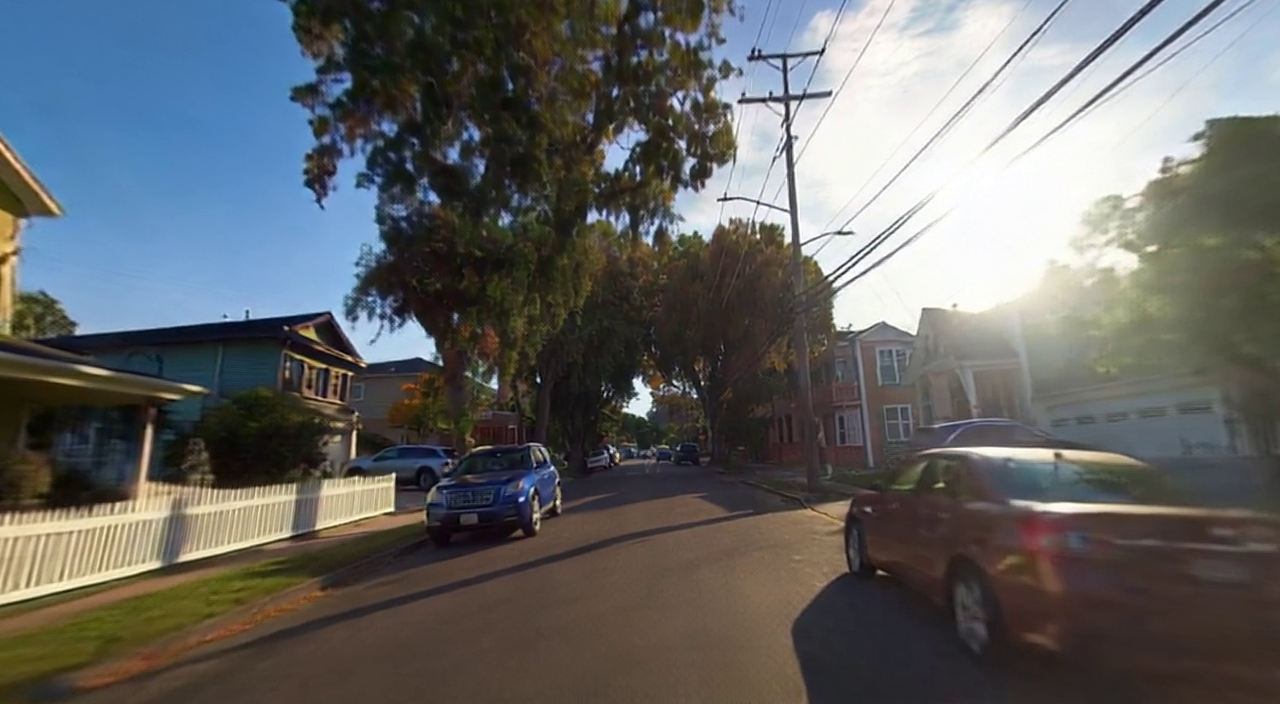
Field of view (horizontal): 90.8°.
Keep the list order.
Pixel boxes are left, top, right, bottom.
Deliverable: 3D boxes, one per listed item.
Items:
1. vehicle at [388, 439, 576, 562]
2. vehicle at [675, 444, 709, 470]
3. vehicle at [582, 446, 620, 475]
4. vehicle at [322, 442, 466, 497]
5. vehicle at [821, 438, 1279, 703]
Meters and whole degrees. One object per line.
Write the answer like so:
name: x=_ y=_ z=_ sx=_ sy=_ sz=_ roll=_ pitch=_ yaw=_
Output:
vehicle: x=-2.773 y=2.695 z=12.399 sx=2.204 sy=1.655 sz=4.813 roll=-7 pitch=-8 yaw=1
vehicle: x=3.978 y=8.096 z=49.038 sx=2.129 sy=1.873 sz=4.471 roll=0 pitch=-8 yaw=-1
vehicle: x=-2.532 y=7.180 z=42.205 sx=2.082 sy=1.759 sz=4.541 roll=-2 pitch=-8 yaw=1
vehicle: x=-8.497 y=4.059 z=22.098 sx=4.088 sy=1.779 sz=2.109 roll=0 pitch=-8 yaw=4
vehicle: x=3.238 y=1.586 z=5.472 sx=2.043 sy=1.631 sz=4.613 roll=1 pitch=-8 yaw=1
